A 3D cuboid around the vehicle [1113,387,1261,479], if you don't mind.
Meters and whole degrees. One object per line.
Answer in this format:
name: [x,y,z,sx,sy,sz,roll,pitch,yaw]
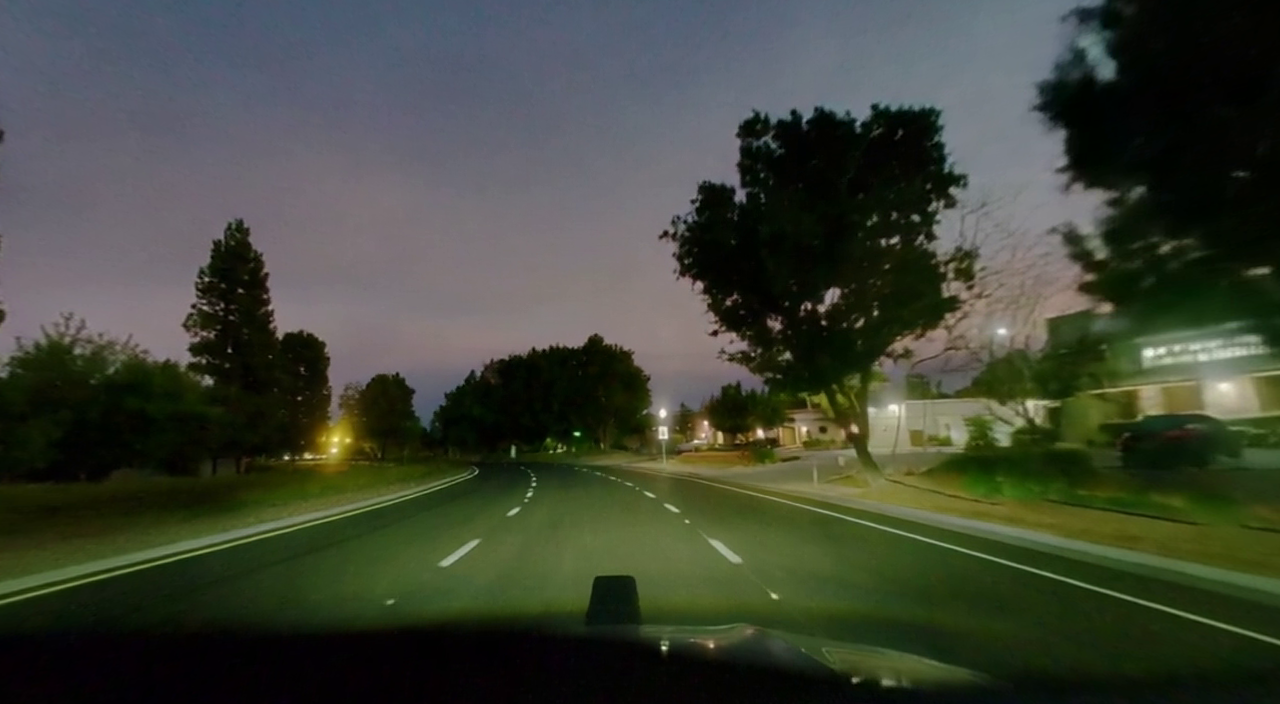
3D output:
vehicle: [13.351,2.037,15.298,2.110,1.863,4.977,-11,-14,44]
